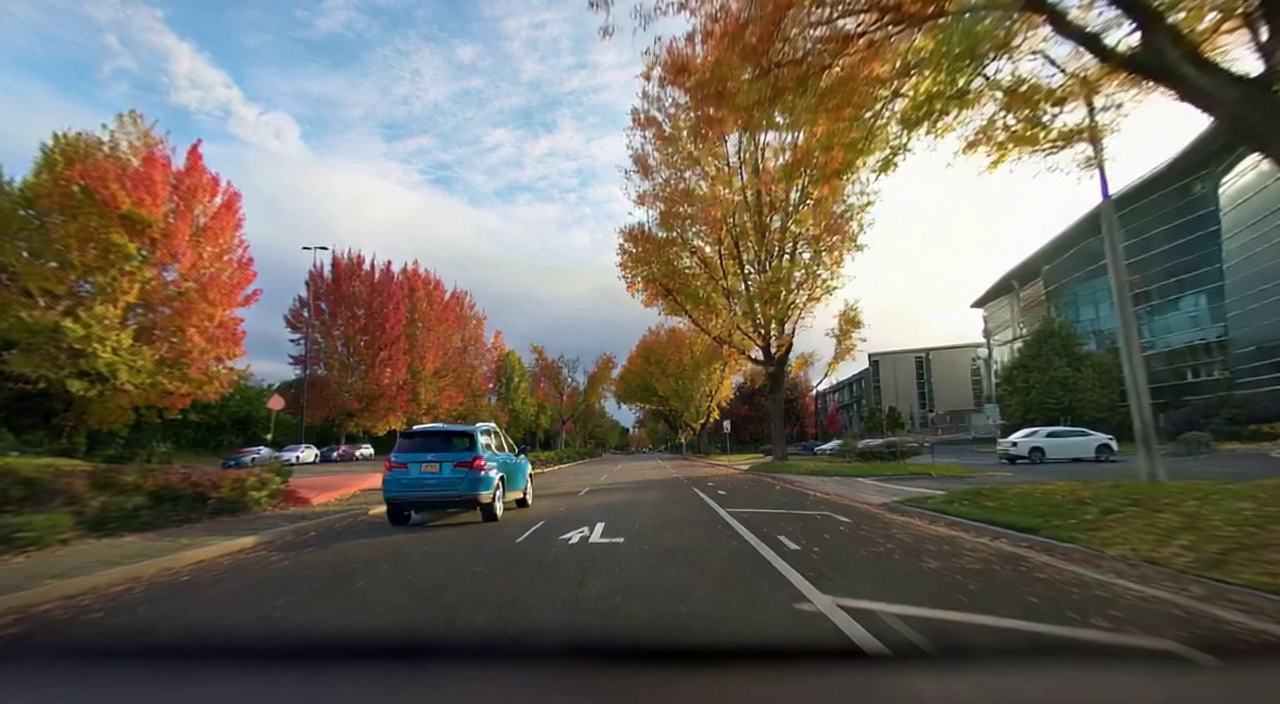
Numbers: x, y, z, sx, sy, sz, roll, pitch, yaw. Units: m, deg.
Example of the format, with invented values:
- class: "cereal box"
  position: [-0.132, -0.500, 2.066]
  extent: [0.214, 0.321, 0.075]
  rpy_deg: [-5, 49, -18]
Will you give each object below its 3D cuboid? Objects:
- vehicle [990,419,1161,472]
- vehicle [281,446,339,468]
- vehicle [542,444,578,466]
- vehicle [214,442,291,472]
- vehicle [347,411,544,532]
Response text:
- class: "vehicle"
  position: [18.885, 4.060, 27.475]
  extent: [5.903, 2.099, 2.290]
  rpy_deg: [0, -8, -6]
- class: "vehicle"
  position: [-25.073, 7.973, 48.008]
  extent: [1.844, 1.619, 4.725]
  rpy_deg: [0, -9, 0]
- class: "vehicle"
  position: [-5.699, 7.370, 45.346]
  extent: [1.982, 1.478, 4.465]
  rpy_deg: [0, -9, 1]
- class: "vehicle"
  position: [-25.180, 6.827, 41.135]
  extent: [1.990, 1.822, 4.751]
  rpy_deg: [0, -9, 0]
- class: "vehicle"
  position: [-3.259, 2.131, 11.723]
  extent: [2.112, 1.779, 4.489]
  rpy_deg: [0, -9, 1]
